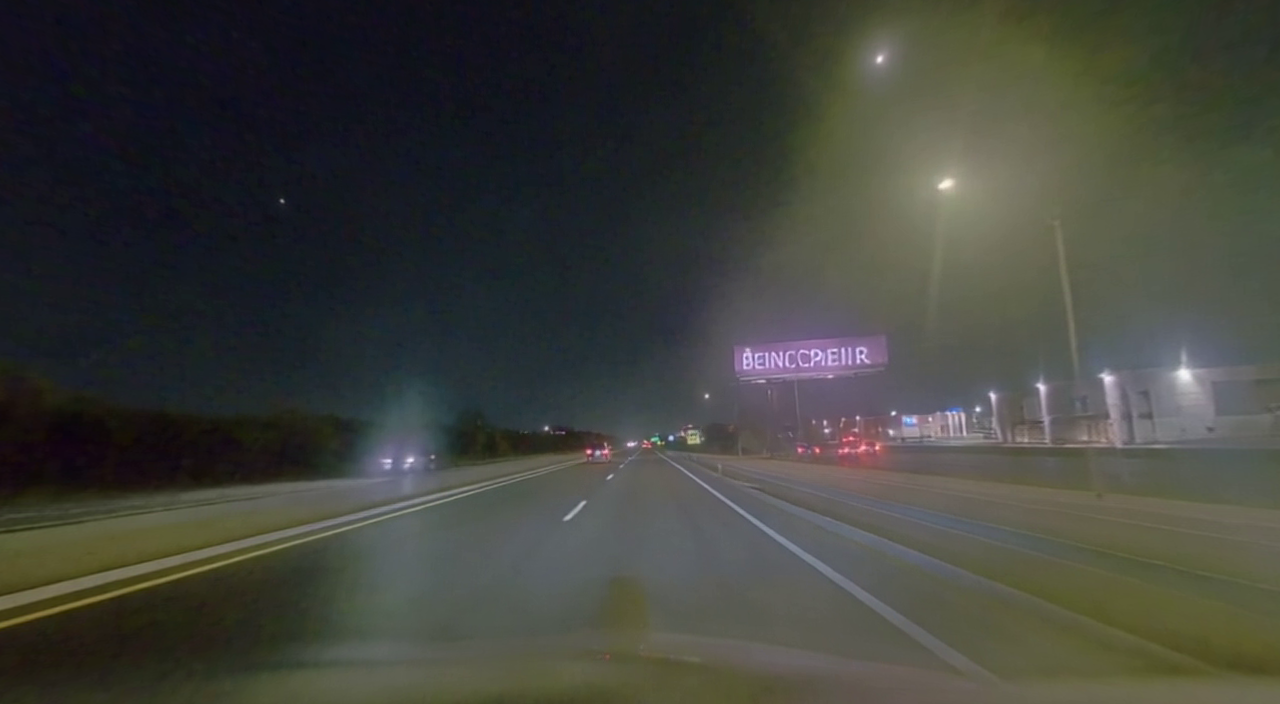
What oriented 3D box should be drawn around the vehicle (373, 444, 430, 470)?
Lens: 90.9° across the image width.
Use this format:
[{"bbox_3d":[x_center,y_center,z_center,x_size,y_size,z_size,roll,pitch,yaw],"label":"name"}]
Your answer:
[{"bbox_3d":[-16.758,7.401,44.546,2.022,1.697,4.856,-1,-8,1],"label":"vehicle"}]
